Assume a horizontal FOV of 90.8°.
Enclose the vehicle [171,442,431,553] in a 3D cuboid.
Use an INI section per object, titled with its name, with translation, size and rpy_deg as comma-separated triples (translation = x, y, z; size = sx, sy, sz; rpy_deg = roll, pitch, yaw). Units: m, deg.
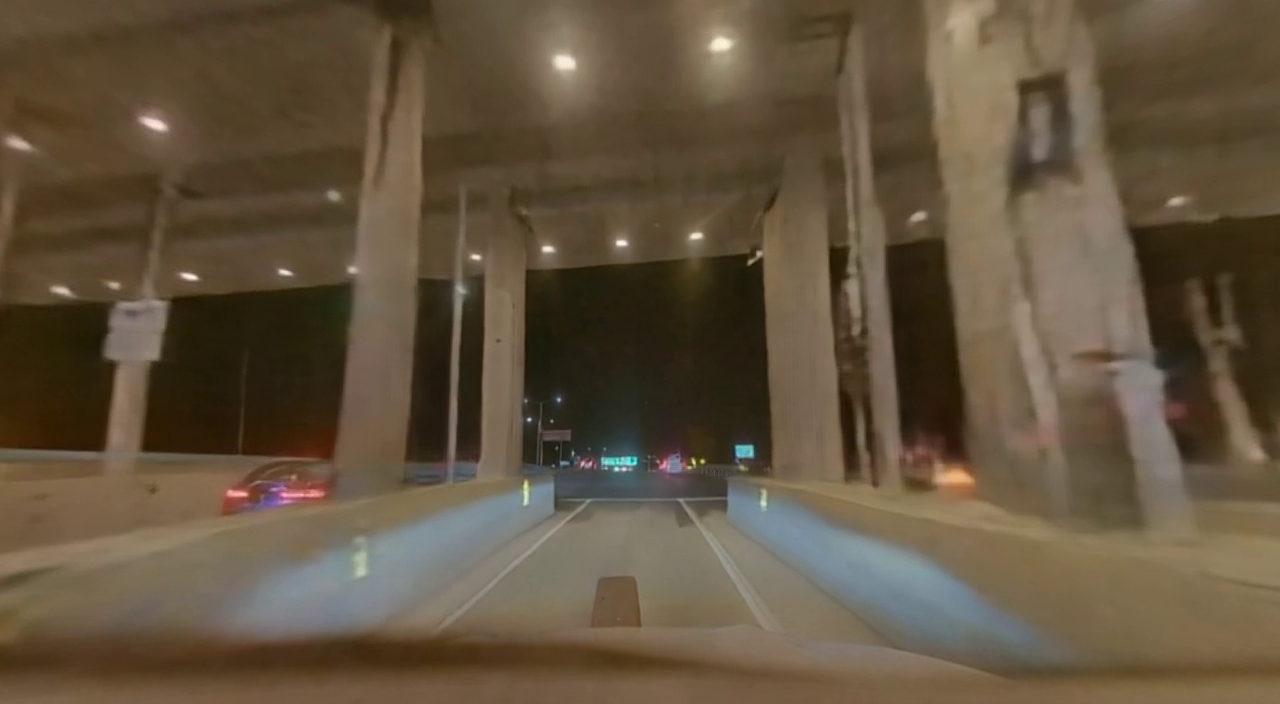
[vehicle]
translation = -5.282, 2.306, 10.699
size = 1.981, 1.465, 4.334
rpy_deg = 0, -9, 0
